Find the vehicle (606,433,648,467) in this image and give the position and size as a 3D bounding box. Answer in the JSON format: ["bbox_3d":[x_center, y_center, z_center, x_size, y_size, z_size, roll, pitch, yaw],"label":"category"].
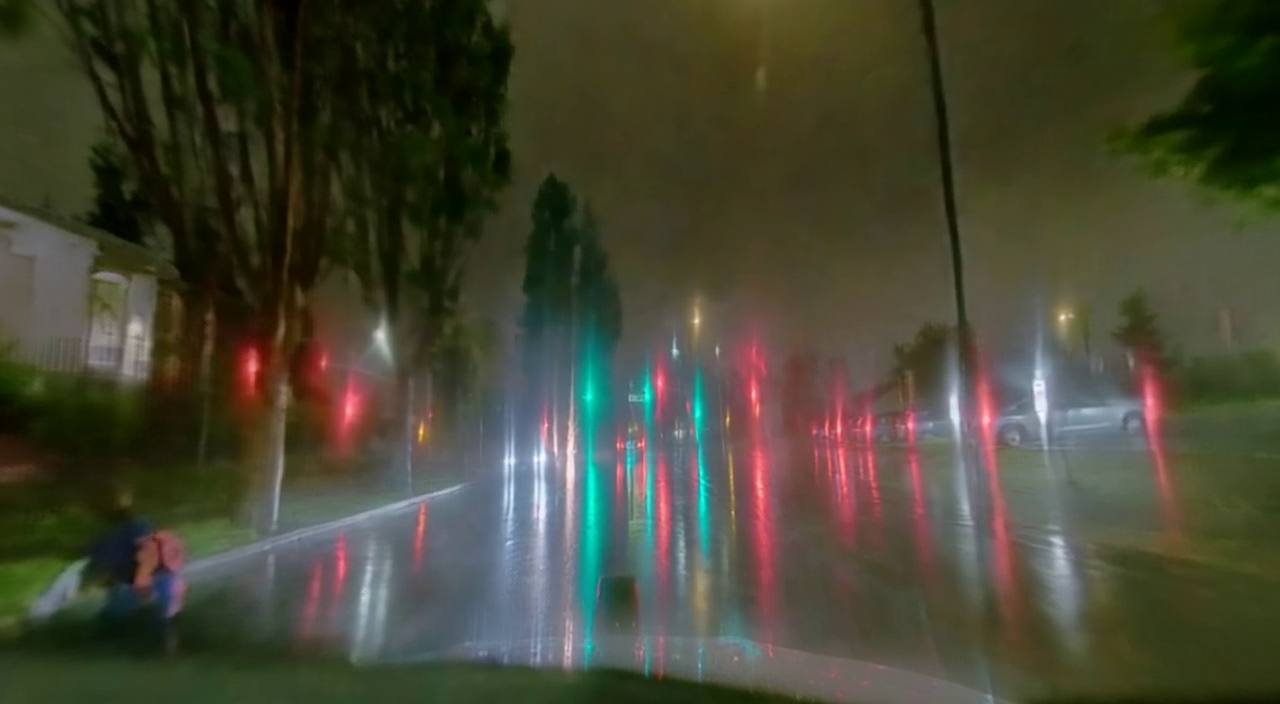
[{"bbox_3d":[-0.665,5.257,33.929,2.142,1.686,3.816,-1,-8,0],"label":"vehicle"}]

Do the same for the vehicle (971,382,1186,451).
[{"bbox_3d":[12.004,1.817,17.555,4.349,1.462,1.982,-5,-7,6],"label":"vehicle"}]

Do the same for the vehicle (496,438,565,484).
[{"bbox_3d":[-3.861,3.894,22.861,1.973,1.512,3.524,0,-8,-2],"label":"vehicle"}]
